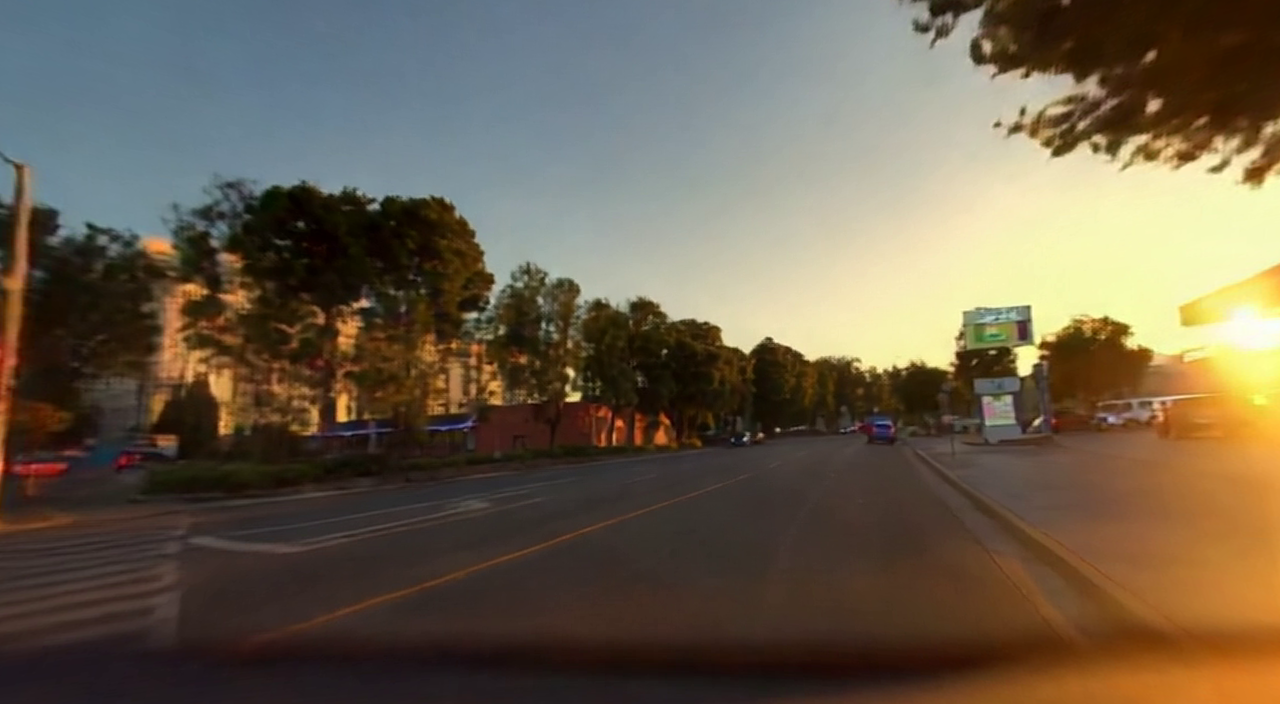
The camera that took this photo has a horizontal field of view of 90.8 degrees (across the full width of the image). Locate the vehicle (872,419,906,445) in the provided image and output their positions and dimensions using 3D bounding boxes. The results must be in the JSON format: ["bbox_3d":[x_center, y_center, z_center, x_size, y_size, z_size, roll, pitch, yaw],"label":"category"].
[{"bbox_3d":[19.144,6.194,48.495,2.194,1.896,5.049,-4,-9,22],"label":"vehicle"}]

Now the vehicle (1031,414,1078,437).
[{"bbox_3d":[28.764,5.167,43.954,1.919,1.411,4.440,-4,-9,23],"label":"vehicle"}]

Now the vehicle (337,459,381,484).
[{"bbox_3d":[-18.882,7.950,42.357,1.837,1.460,4.672,4,-9,-34],"label":"vehicle"}]
